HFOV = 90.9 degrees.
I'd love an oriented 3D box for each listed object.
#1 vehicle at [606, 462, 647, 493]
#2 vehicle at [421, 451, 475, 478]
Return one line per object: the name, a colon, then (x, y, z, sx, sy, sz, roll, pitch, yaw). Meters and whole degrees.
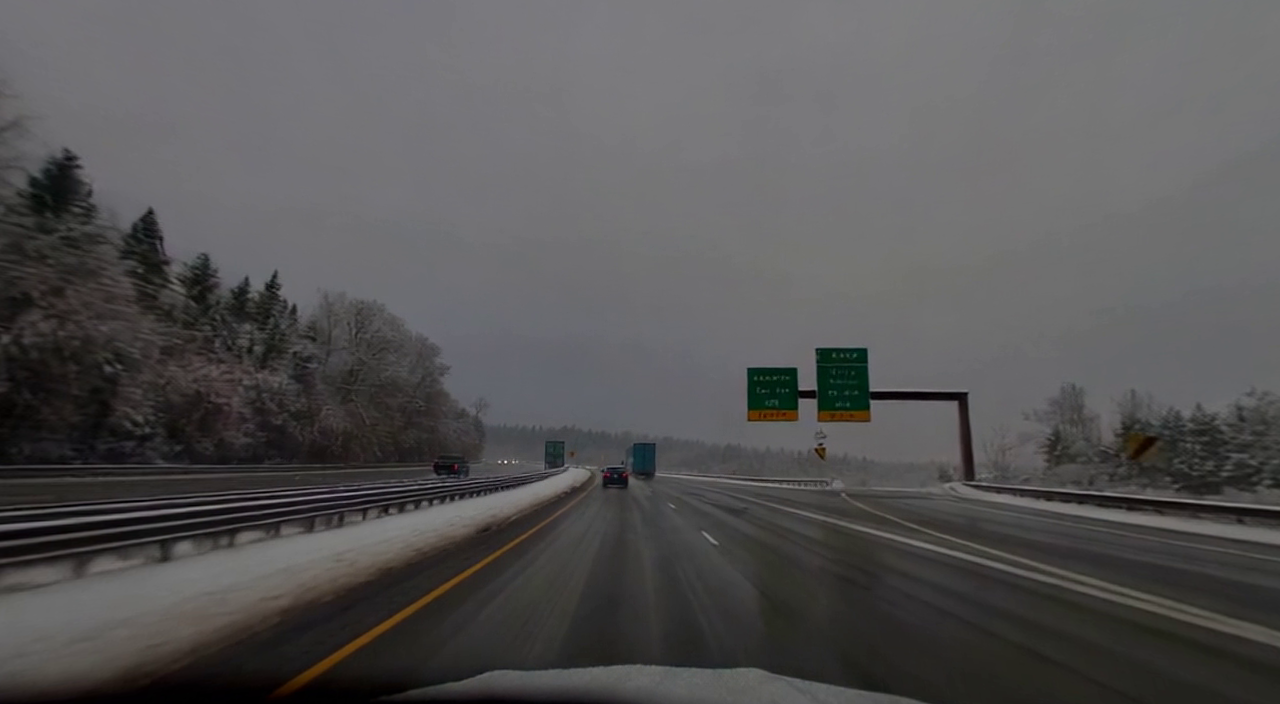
vehicle: (-0.712, 6.519, 32.961, 1.987, 1.467, 3.903, 1, -10, -2)
vehicle: (-12.157, 7.187, 40.162, 1.952, 1.618, 4.859, 1, -10, -1)
